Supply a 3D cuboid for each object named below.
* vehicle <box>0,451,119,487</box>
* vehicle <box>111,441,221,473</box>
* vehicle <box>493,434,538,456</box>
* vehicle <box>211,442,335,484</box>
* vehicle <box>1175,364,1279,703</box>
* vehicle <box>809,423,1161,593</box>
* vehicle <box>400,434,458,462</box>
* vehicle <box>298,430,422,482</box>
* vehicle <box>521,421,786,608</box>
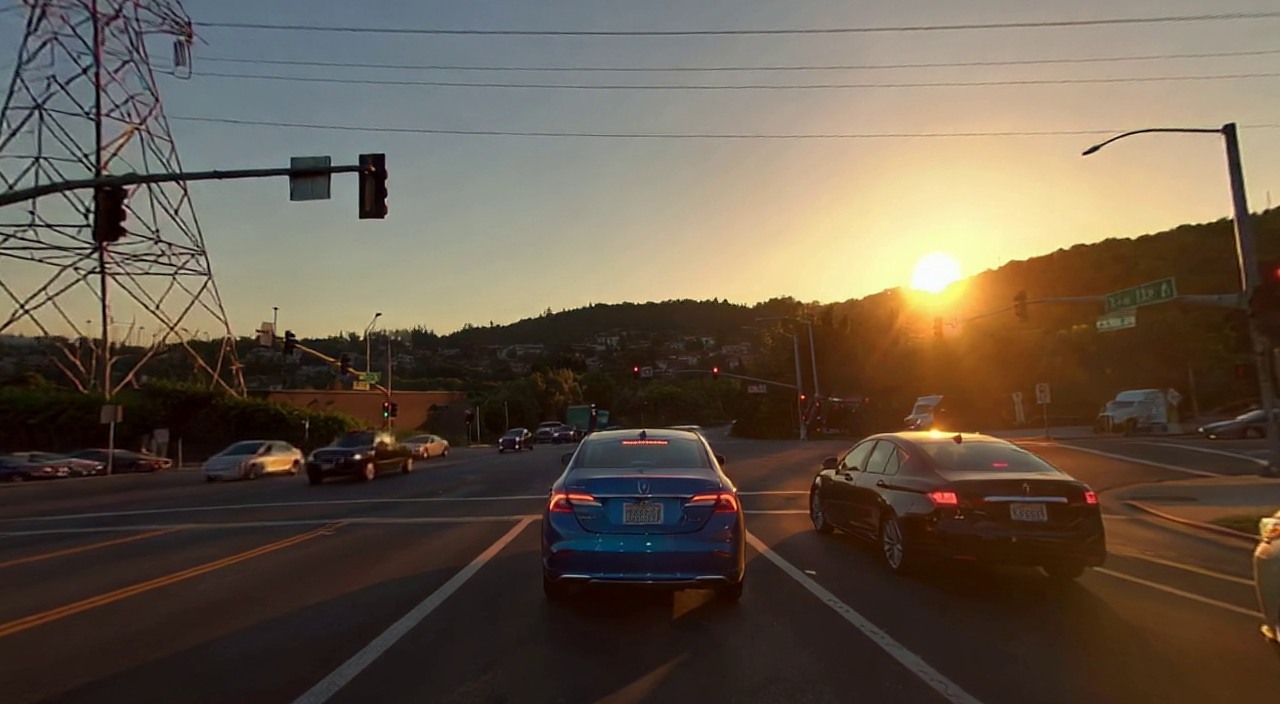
[{"bbox_3d":[-25.952,5.118,27.740,4.263,1.464,1.895,0,-8,-1],"label":"vehicle"},{"bbox_3d":[-26.059,5.773,34.782,4.417,1.637,1.956,0,-8,-2],"label":"vehicle"},{"bbox_3d":[-9.021,6.793,46.112,1.992,1.480,4.743,-1,-9,4],"label":"vehicle"},{"bbox_3d":[-14.053,4.262,24.509,1.982,1.469,4.583,0,-8,1],"label":"vehicle"},{"bbox_3d":[3.398,0.593,0.634,1.926,1.614,4.330,0,-8,1],"label":"vehicle"},{"bbox_3d":[3.636,1.688,7.729,1.835,1.473,4.190,0,-8,-2],"label":"vehicle"},{"bbox_3d":[-13.697,6.250,41.249,1.955,1.694,4.625,-1,-8,3],"label":"vehicle"},{"bbox_3d":[-10.291,3.865,23.729,2.239,1.719,4.948,-1,-8,2],"label":"vehicle"},{"bbox_3d":[0.096,1.601,7.133,2.117,1.474,4.036,0,-8,0],"label":"vehicle"}]
